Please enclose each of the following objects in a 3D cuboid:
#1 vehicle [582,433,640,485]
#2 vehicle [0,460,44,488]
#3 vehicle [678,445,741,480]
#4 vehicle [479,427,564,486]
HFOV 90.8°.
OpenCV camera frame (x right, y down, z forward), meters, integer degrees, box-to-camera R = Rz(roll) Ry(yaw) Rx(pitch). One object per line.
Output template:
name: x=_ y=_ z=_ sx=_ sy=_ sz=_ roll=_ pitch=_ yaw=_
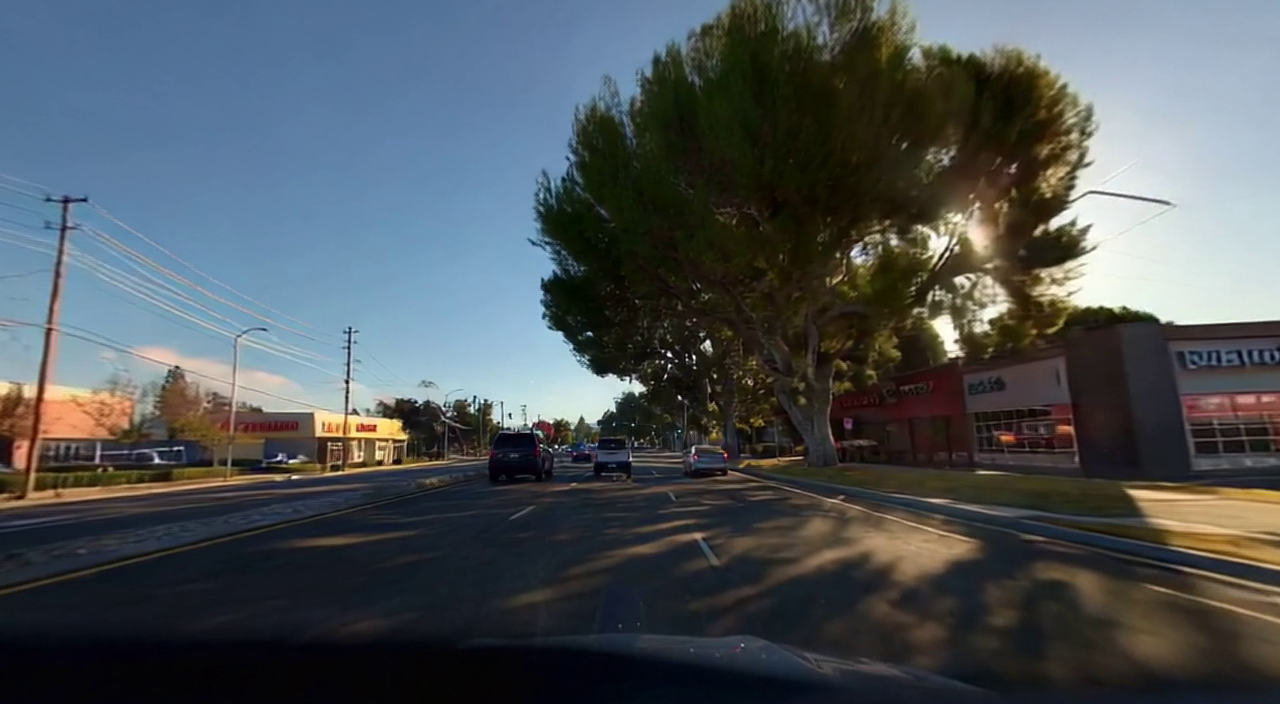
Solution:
vehicle: x=-1.035 y=4.084 z=24.325 sx=2.061 sy=1.809 sz=4.141 roll=0 pitch=-8 yaw=-1
vehicle: x=-38.706 y=7.448 z=38.677 sx=1.871 sy=1.468 sz=4.670 roll=4 pitch=-9 yaw=-27
vehicle: x=3.089 y=5.049 z=29.201 sx=2.207 sy=1.447 sz=4.418 roll=0 pitch=-8 yaw=-3
vehicle: x=-4.401 y=4.012 z=24.508 sx=2.252 sy=1.999 sz=5.605 roll=0 pitch=-8 yaw=0
